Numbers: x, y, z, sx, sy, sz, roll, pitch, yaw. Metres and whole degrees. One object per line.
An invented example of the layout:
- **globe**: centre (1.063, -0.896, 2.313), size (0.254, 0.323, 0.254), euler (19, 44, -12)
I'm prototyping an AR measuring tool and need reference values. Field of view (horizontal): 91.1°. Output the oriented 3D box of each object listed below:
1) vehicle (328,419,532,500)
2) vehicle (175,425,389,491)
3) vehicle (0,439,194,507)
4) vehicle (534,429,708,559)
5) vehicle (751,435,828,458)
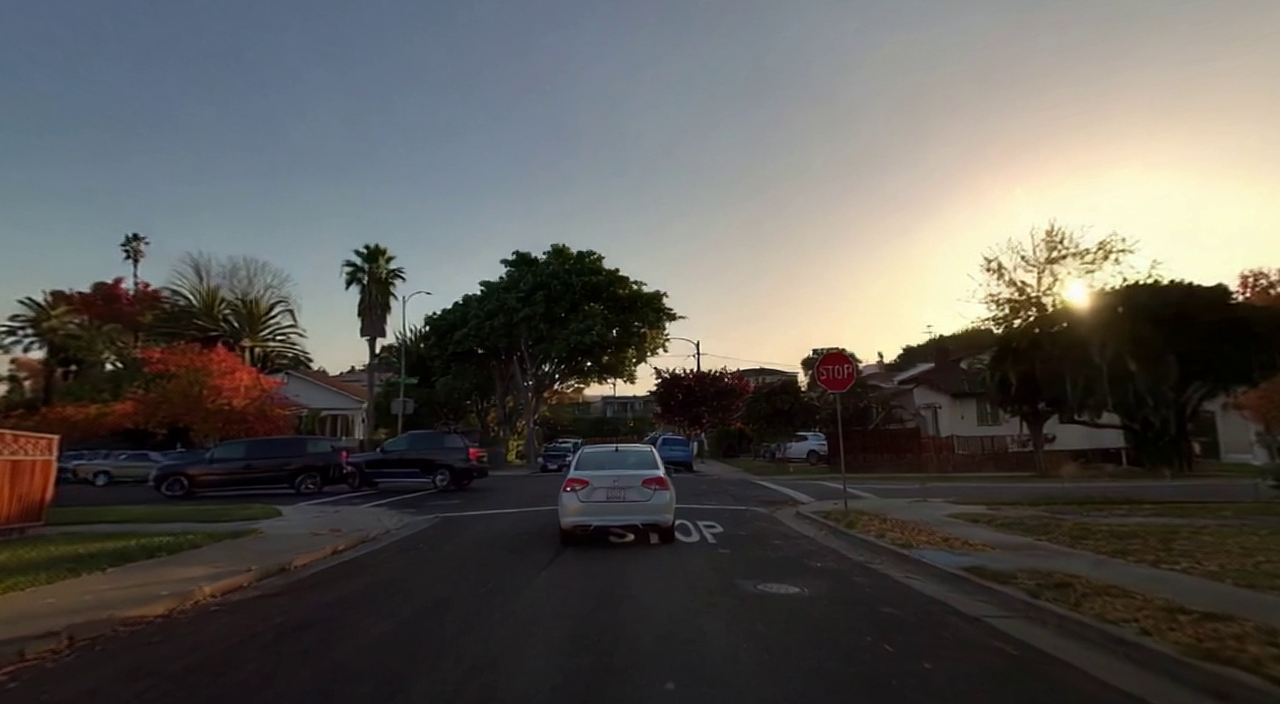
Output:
- **vehicle**: centre (-6.643, 3.329, 19.823), size (5.941, 2.187, 2.730), euler (-5, -10, 29)
- **vehicle**: centre (-12.290, 3.626, 21.727), size (6.308, 2.057, 2.353), euler (-2, -9, 12)
- **vehicle**: centre (-15.286, 3.374, 17.290), size (4.521, 1.447, 1.913), euler (-4, -13, 0)
- **vehicle**: centre (-0.248, 1.961, 9.413), size (2.010, 1.499, 4.107), euler (0, -8, -1)
- **vehicle**: centre (11.356, 7.224, 47.970), size (5.379, 1.731, 2.080), euler (0, -8, -1)
